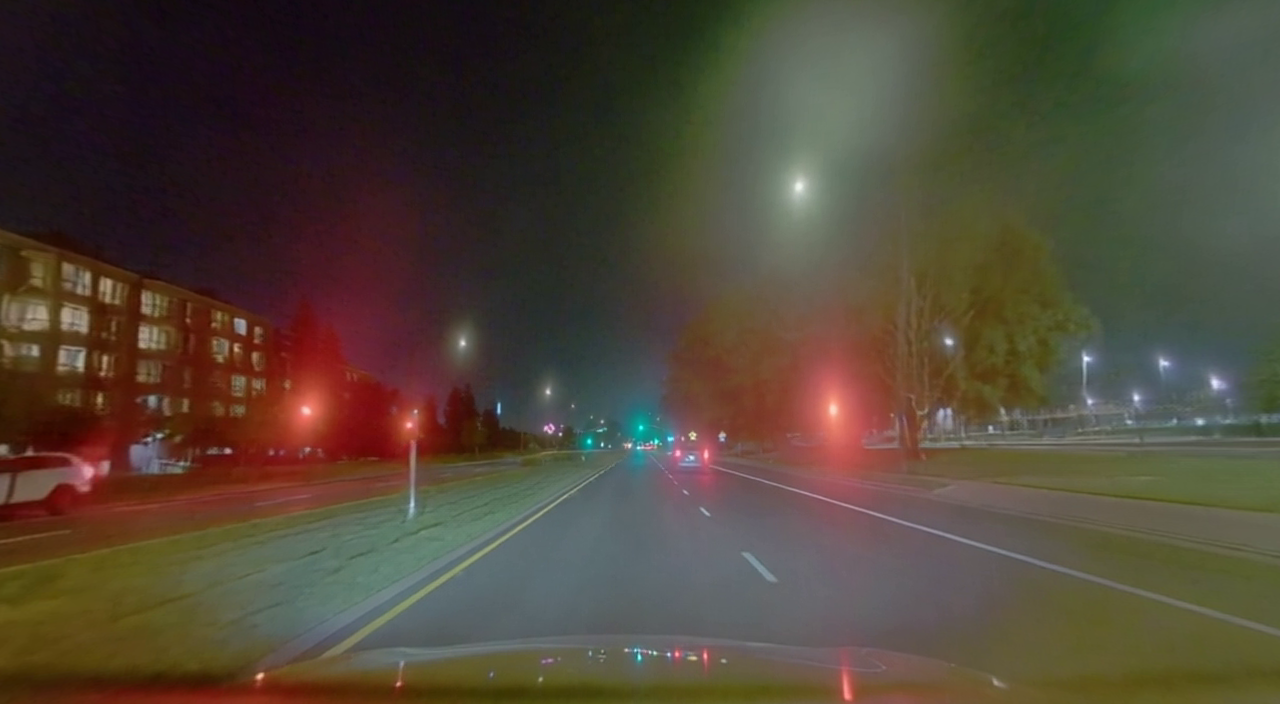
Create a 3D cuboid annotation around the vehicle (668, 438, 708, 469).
[{"bbox_3d":[3.002,6.509,40.566,2.085,1.828,5.383,0,-8,-1],"label":"vehicle"}]
